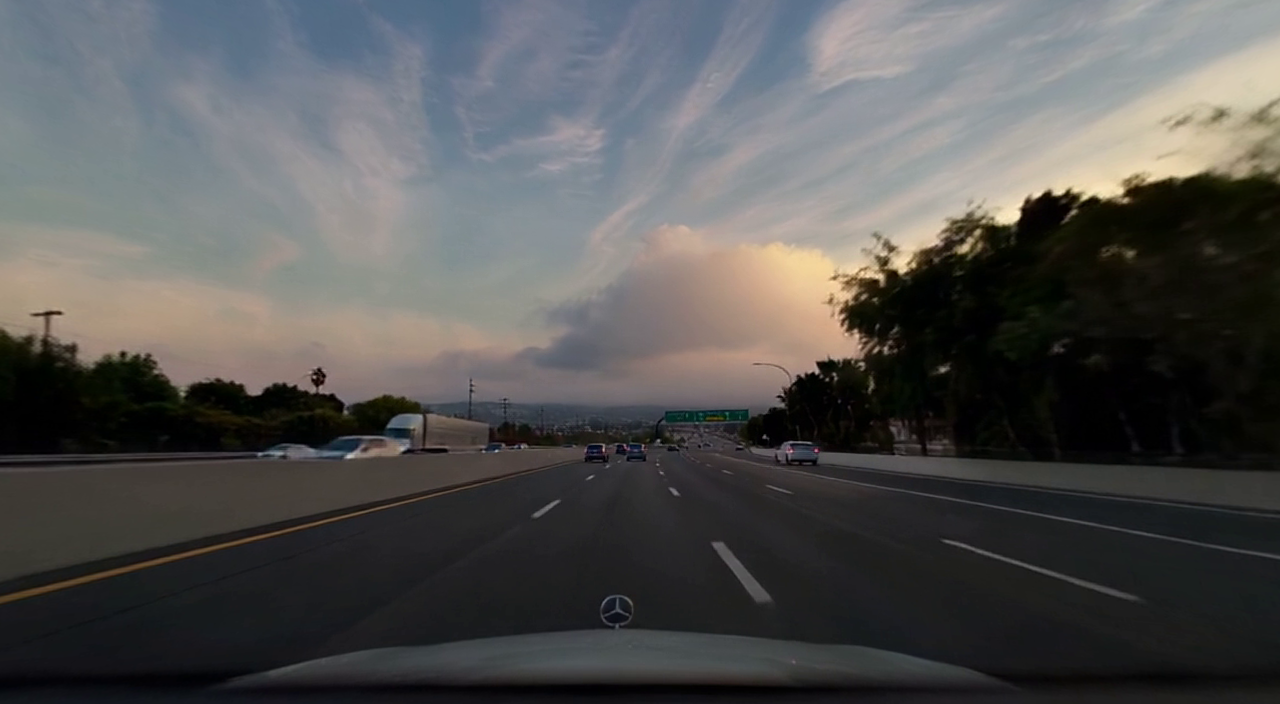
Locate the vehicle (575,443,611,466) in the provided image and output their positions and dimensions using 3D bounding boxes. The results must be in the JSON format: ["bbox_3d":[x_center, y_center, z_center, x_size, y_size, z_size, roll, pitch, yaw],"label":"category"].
[{"bbox_3d":[-3.307,7.305,45.338,2.154,1.530,4.519,0,-8,1],"label":"vehicle"}]

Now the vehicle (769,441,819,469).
[{"bbox_3d":[10.008,6.715,41.434,2.130,1.703,4.572,0,-9,0],"label":"vehicle"}]

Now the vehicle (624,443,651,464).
[{"bbox_3d":[-0.164,7.550,47.137,1.977,1.513,3.546,0,-8,1],"label":"vehicle"}]

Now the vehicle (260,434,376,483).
[{"bbox_3d":[-12.723,4.230,25.378,2.105,1.754,4.678,0,-9,1],"label":"vehicle"}]
